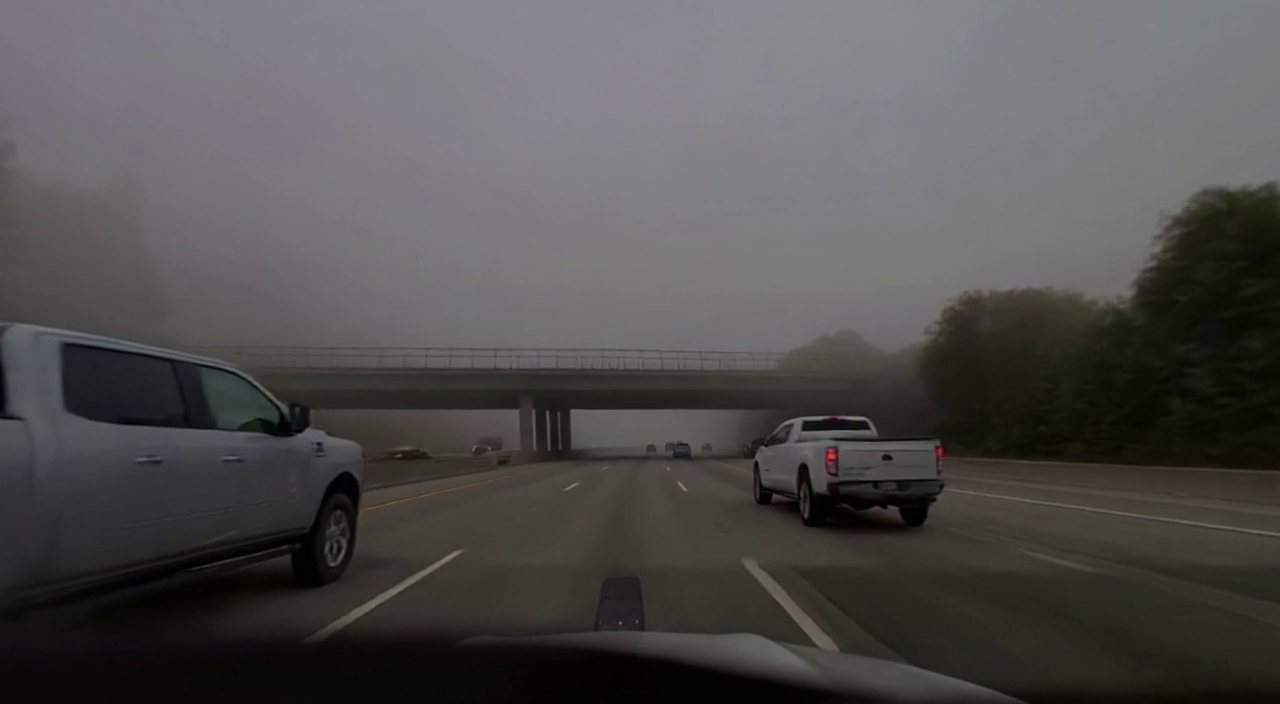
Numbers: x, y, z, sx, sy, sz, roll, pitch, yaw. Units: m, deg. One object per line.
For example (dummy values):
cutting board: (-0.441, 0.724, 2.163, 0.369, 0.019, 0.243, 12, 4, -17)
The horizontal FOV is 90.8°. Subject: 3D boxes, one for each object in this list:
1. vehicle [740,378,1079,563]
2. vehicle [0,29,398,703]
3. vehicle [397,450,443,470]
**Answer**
vehicle: (3.458, 1.747, 10.014, 2.693, 2.044, 5.882, 0, -9, -1)
vehicle: (-3.413, 0.296, 2.625, 2.369, 2.682, 6.088, 0, -9, 0)
vehicle: (-17.085, 8.377, 49.278, 1.850, 1.488, 4.507, 0, -9, 2)
